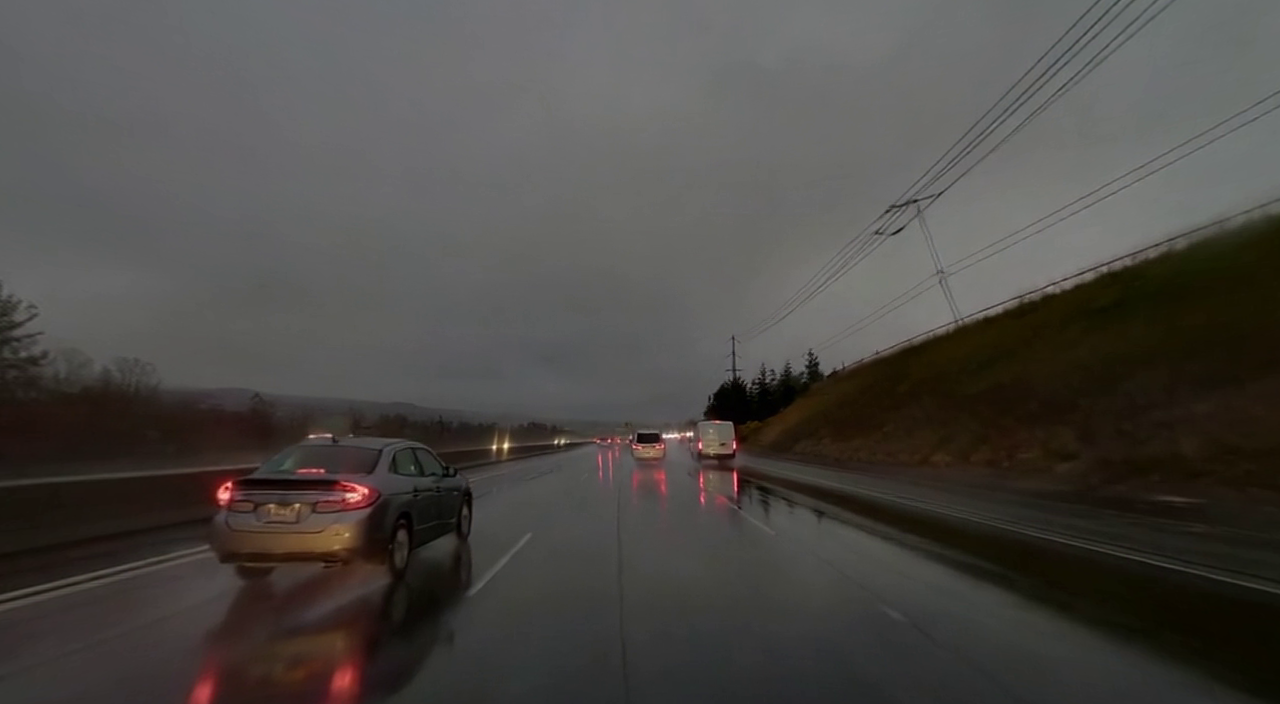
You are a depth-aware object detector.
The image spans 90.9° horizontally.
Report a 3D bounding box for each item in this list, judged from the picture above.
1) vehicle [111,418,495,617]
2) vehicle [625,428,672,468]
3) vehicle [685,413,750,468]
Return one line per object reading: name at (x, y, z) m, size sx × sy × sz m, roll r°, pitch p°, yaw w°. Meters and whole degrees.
vehicle at (-3.041, 1.531, 6.928) m, size 1.890 × 1.490 × 4.202 m, roll 0°, pitch -8°, yaw 0°
vehicle at (0.367, 4.681, 31.068) m, size 2.159 × 1.811 × 4.238 m, roll 0°, pitch -8°, yaw -1°
vehicle at (3.658, 4.299, 30.840) m, size 2.348 × 2.429 × 5.172 m, roll 0°, pitch -8°, yaw -2°
